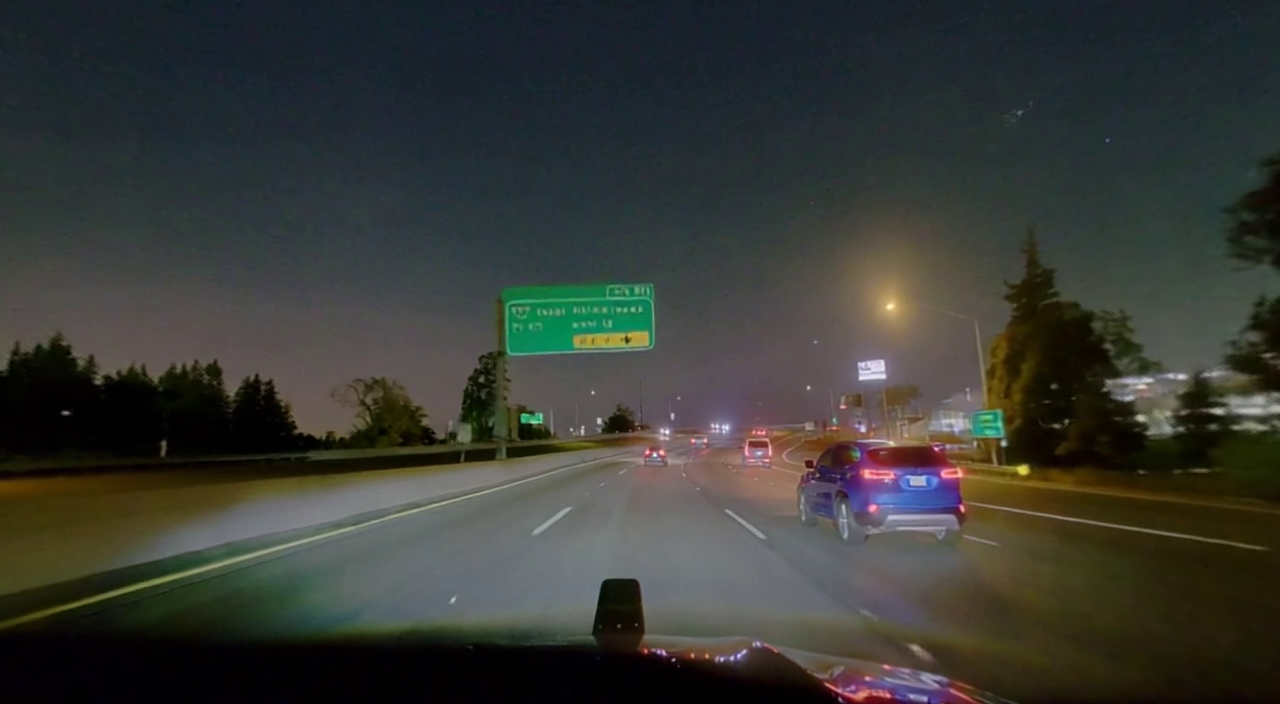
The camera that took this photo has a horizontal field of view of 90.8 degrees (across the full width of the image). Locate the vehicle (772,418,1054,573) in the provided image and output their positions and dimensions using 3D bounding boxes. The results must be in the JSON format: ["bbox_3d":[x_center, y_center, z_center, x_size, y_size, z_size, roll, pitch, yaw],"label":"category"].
[{"bbox_3d":[3.434,1.892,9.111,2.097,1.659,4.320,0,-9,0],"label":"vehicle"}]

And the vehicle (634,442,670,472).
[{"bbox_3d":[0.827,6.752,40.882,2.181,1.768,4.383,-1,-9,3],"label":"vehicle"}]

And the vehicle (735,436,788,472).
[{"bbox_3d":[8.023,6.819,42.368,2.526,2.230,6.190,-1,-9,2],"label":"vehicle"}]
